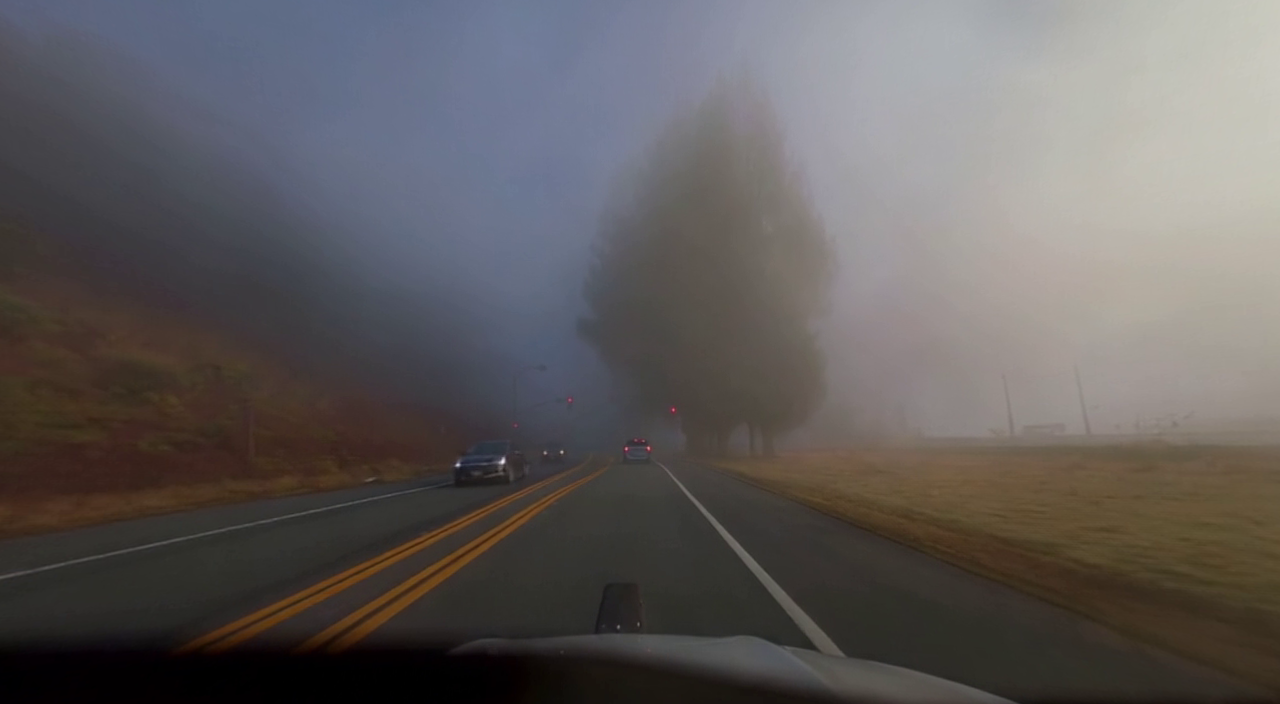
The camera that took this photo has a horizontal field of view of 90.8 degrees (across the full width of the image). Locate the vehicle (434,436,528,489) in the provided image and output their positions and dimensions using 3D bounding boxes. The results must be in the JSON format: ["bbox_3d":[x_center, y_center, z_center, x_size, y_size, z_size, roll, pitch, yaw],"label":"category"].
[{"bbox_3d":[-5.645,3.975,23.147,2.347,1.720,4.687,0,-8,-2],"label":"vehicle"}]

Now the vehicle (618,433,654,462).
[{"bbox_3d":[-0.324,7.406,48.915,2.574,2.059,5.331,0,-8,-1],"label":"vehicle"}]
